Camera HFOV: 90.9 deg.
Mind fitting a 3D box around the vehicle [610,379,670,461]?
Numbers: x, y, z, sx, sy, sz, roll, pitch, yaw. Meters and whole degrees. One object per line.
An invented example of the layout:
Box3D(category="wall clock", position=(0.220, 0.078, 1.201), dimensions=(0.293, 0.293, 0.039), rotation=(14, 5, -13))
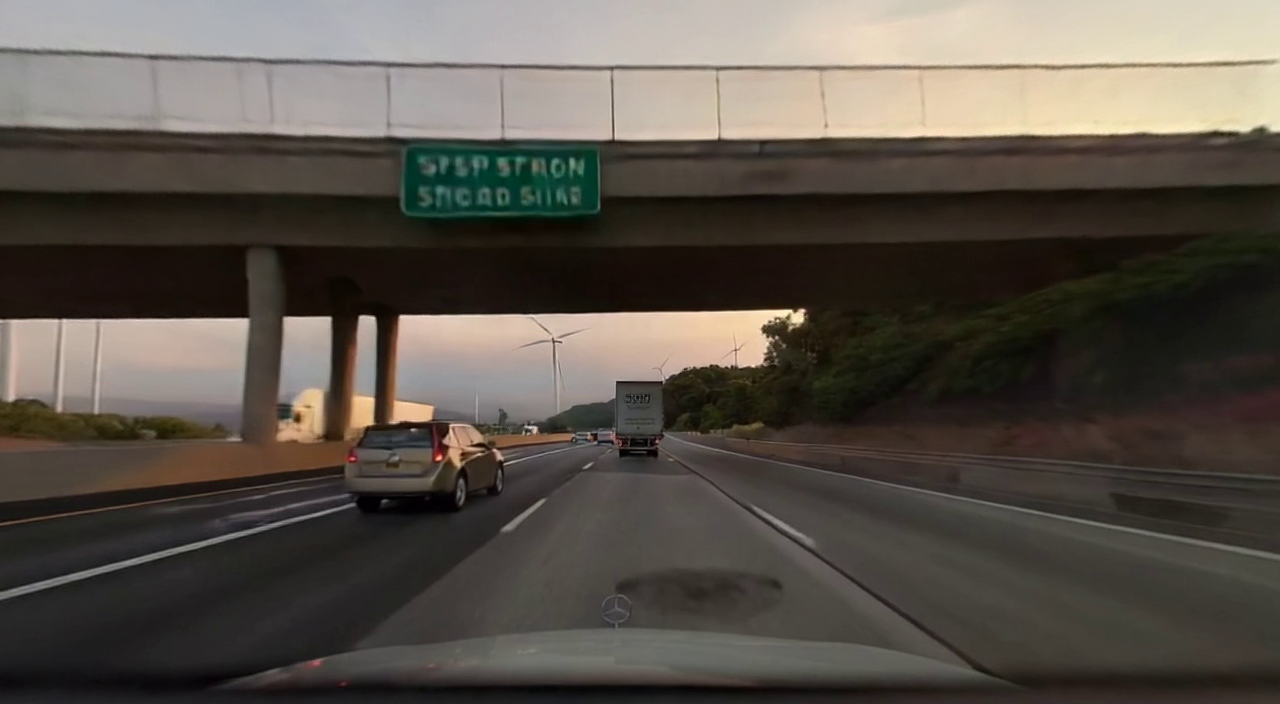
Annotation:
Box3D(category="vehicle", position=(-0.123, 4.105, 36.865), dimensions=(2.906, 3.990, 12.551), rotation=(0, -8, -1))

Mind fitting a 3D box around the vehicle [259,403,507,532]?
Box3D(category="vehicle", position=(-3.911, 1.843, 10.817), dimensions=(2.167, 1.686, 4.946), rotation=(0, -8, 0))
